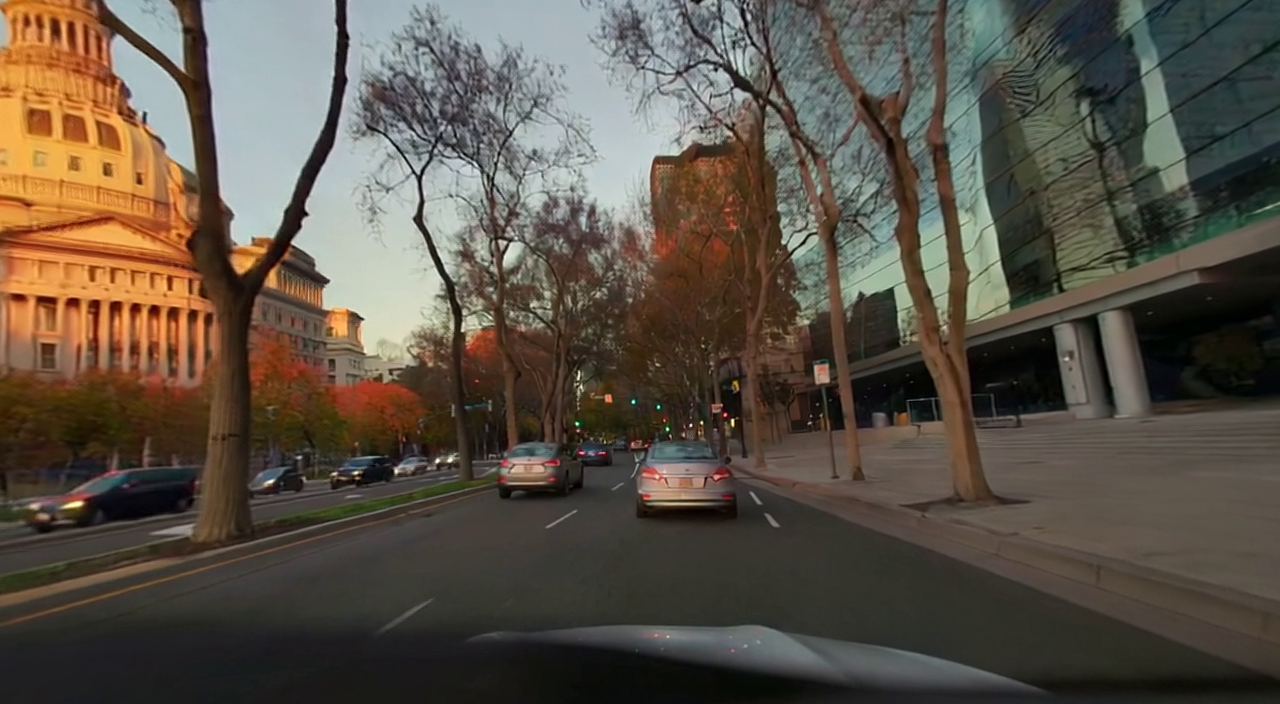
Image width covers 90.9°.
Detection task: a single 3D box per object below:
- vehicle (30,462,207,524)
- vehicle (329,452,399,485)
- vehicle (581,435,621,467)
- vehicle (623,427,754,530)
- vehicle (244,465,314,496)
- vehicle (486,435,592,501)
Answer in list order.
[{"bbox_3d":[-16.949,4.572,20.888,2.075,1.700,4.405,0,-9,-1],"label":"vehicle"},{"bbox_3d":[-16.747,7.067,38.572,2.024,1.782,4.827,0,-9,0],"label":"vehicle"},{"bbox_3d":[-2.254,5.853,37.425,1.969,1.764,4.160,0,-9,2],"label":"vehicle"},{"bbox_3d":[0.756,2.171,11.301,1.933,1.504,3.802,0,-9,1],"label":"vehicle"},{"bbox_3d":[-23.389,8.338,41.086,2.003,1.747,4.505,0,-9,-2],"label":"vehicle"},{"bbox_3d":[-2.533,3.051,16.967,1.961,1.517,4.202,0,-9,3],"label":"vehicle"}]
